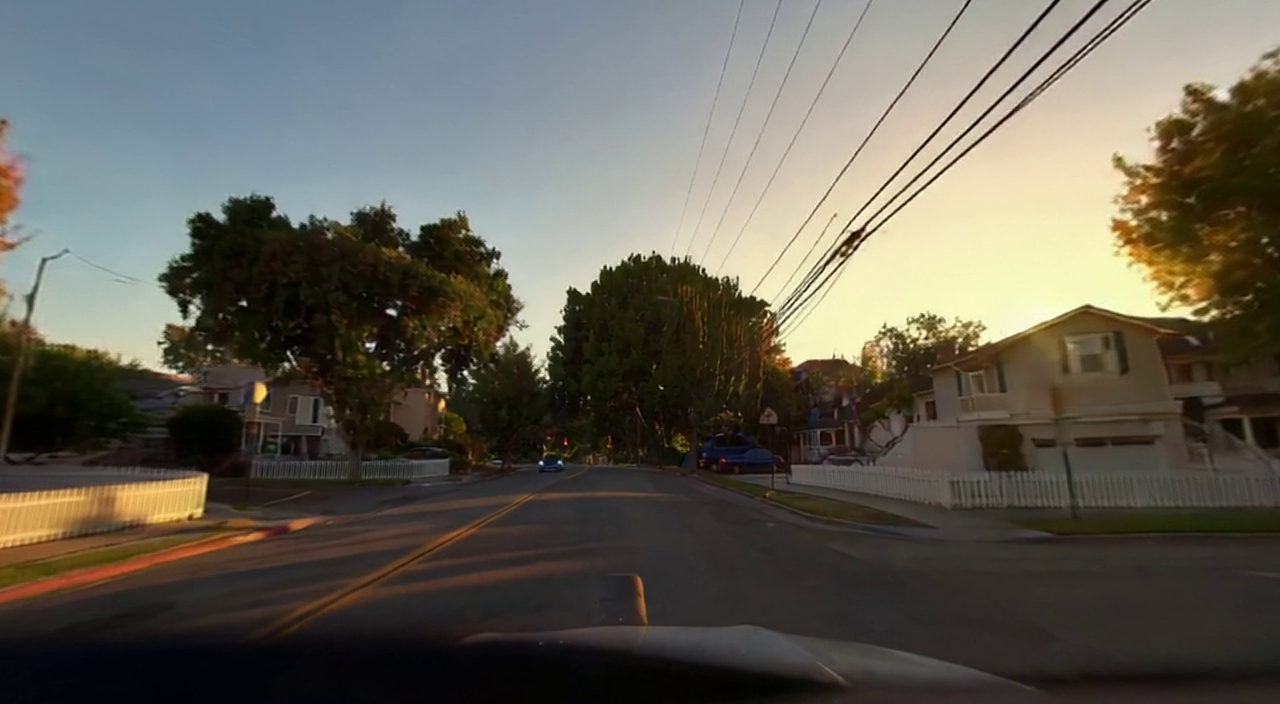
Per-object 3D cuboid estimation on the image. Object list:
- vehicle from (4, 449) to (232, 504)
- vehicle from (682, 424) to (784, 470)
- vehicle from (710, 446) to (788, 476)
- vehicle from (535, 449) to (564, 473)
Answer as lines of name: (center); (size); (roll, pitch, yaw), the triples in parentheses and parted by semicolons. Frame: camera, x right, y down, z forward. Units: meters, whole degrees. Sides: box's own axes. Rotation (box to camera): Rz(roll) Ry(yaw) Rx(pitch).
vehicle: (-14.943, 3.570, 18.330); (4.751, 1.459, 1.996); (0, -8, -1)
vehicle: (7.061, 7.313, 48.352); (7.115, 3.010, 2.378); (-2, -11, -6)
vehicle: (6.722, 6.771, 39.410); (4.412, 1.565, 1.957); (-3, -9, -2)
vehicle: (-6.349, 7.658, 44.601); (1.892, 1.501, 4.335); (1, -8, -6)
